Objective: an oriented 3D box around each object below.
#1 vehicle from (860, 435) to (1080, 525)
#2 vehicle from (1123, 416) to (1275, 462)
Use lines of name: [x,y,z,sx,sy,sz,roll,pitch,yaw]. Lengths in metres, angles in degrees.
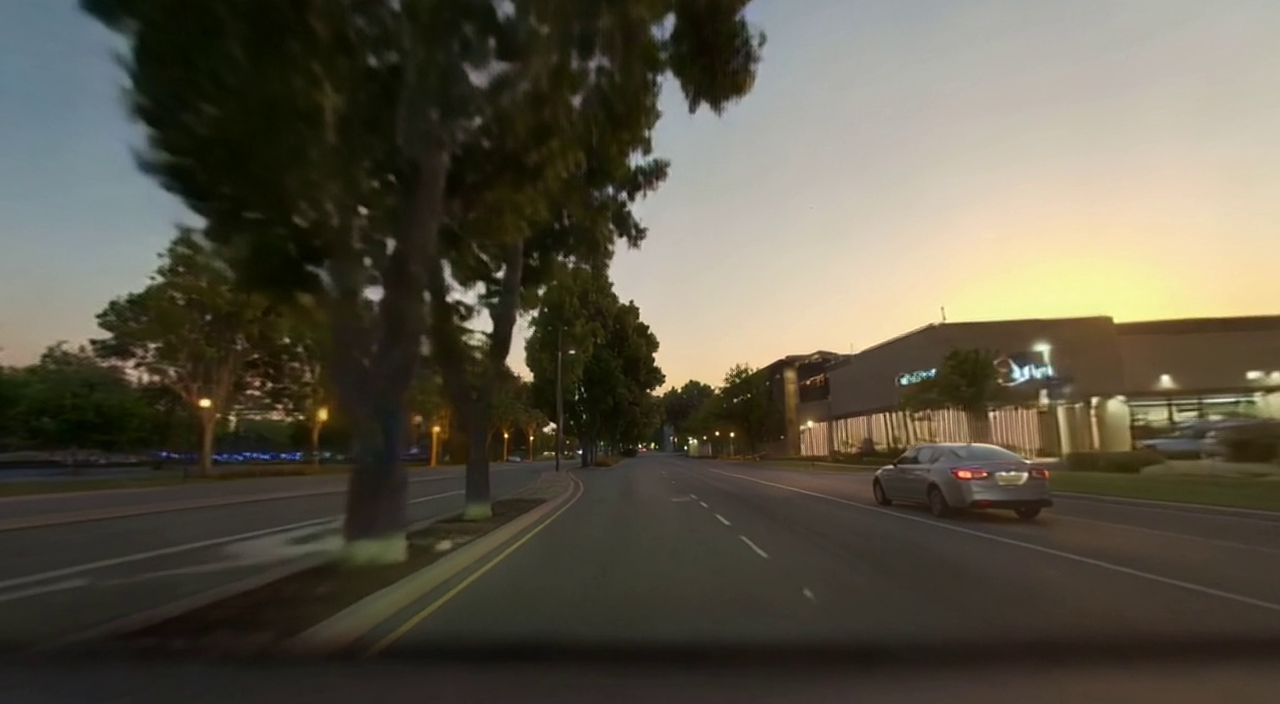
vehicle: [6.468,2.546,13.196,1.913,1.504,4.738,0,-9,-2]
vehicle: [23.131,3.699,26.504,2.066,1.716,4.943,-1,-9,4]
